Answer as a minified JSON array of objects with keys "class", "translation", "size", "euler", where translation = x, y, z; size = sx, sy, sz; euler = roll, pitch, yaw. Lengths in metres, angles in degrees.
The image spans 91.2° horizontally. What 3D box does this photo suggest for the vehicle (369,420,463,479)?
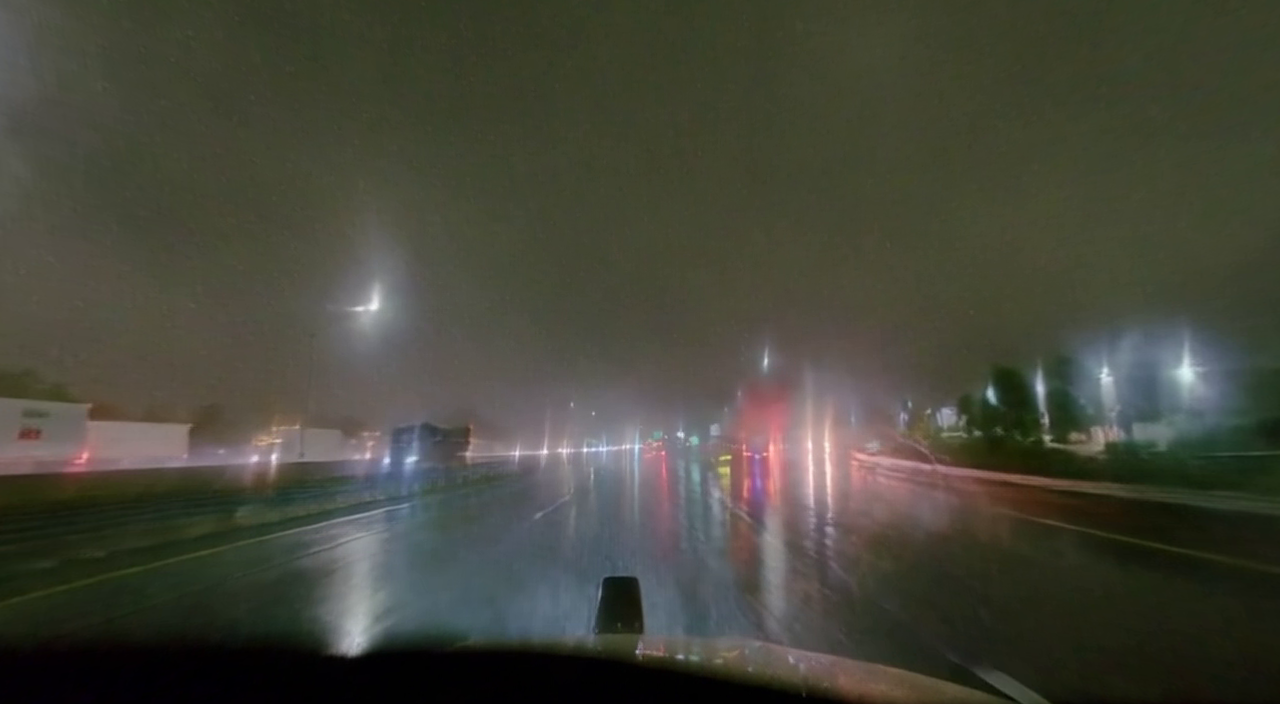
[{"class":"vehicle","translation":[-16.224,7.210,46.396],"size":[3.035,3.814,9.987],"euler":[-1,-9,1]}]
